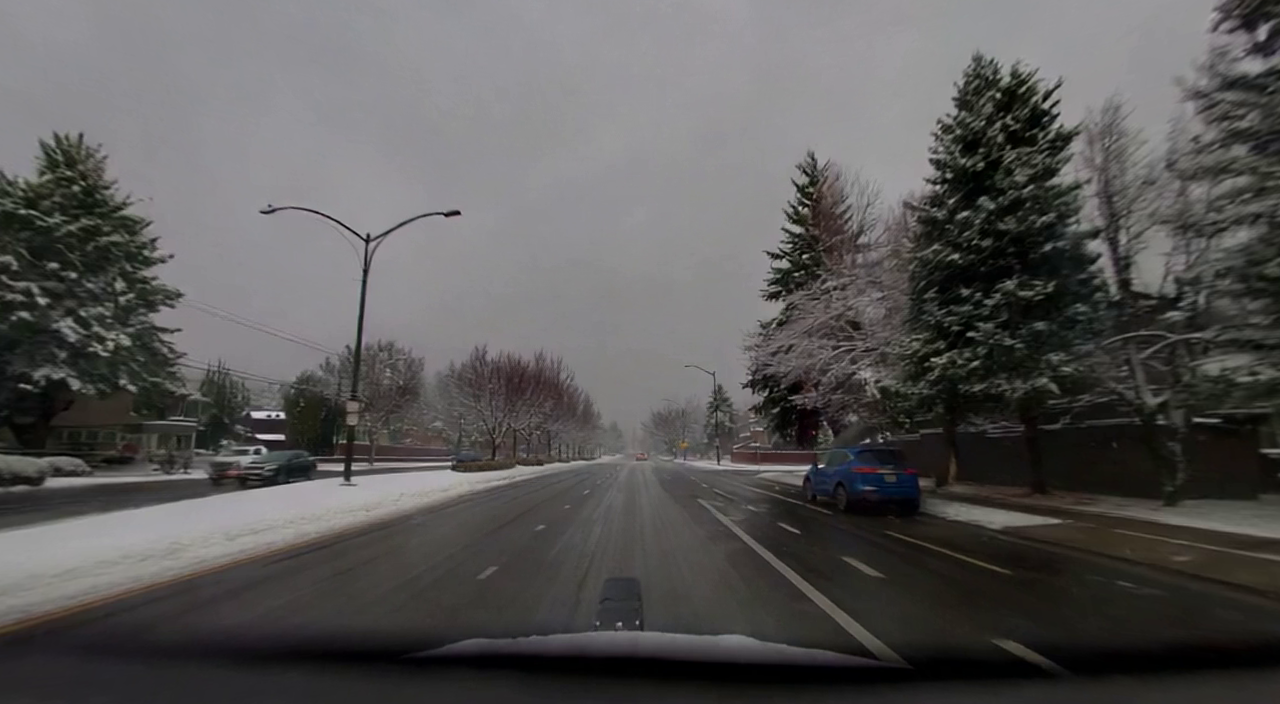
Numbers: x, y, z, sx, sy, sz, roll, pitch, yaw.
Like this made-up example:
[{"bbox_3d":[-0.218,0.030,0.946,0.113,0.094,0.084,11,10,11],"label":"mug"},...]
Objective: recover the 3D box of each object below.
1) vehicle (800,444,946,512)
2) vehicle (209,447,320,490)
[{"bbox_3d":[5.885,3.214,16.653,2.041,1.519,4.481,0,-9,-1],"label":"vehicle"},{"bbox_3d":[-16.415,5.066,27.976,2.060,1.721,4.479,0,-9,1],"label":"vehicle"}]
